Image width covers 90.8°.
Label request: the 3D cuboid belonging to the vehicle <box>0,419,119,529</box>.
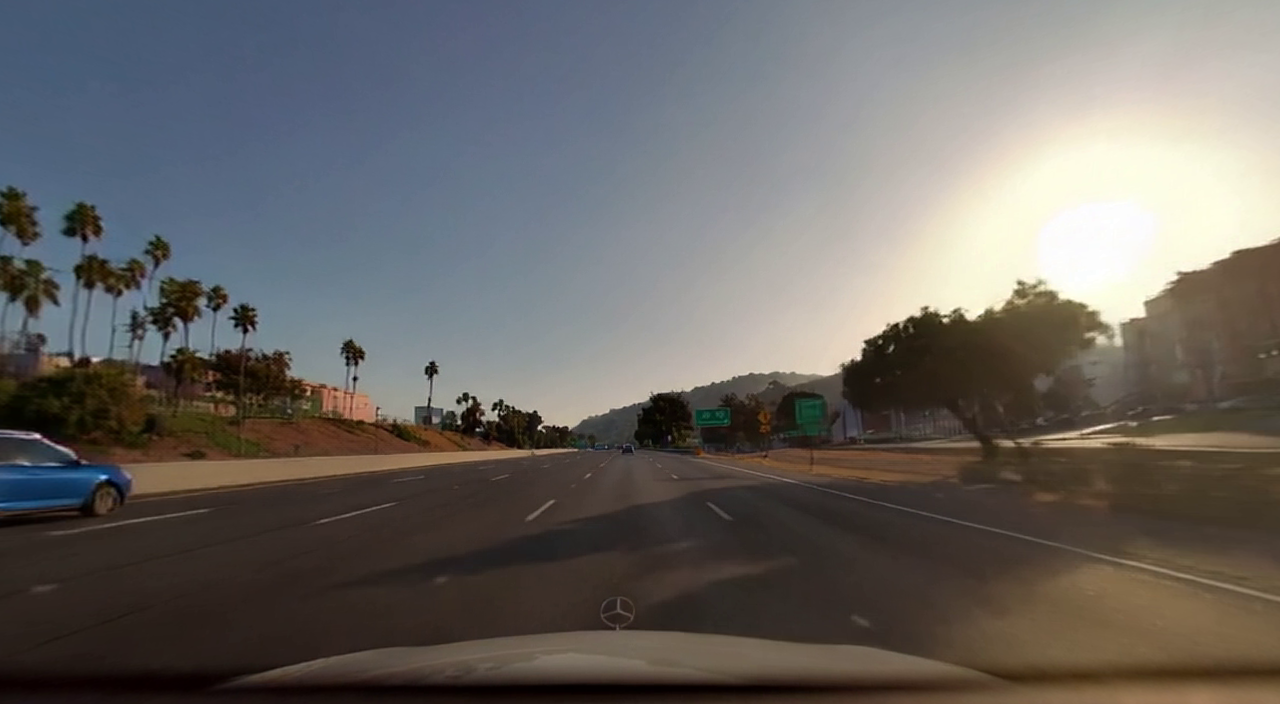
[{"bbox_3d":[-11.340,1.965,10.153,2.016,1.754,4.543,0,-8,0],"label":"vehicle"}]
